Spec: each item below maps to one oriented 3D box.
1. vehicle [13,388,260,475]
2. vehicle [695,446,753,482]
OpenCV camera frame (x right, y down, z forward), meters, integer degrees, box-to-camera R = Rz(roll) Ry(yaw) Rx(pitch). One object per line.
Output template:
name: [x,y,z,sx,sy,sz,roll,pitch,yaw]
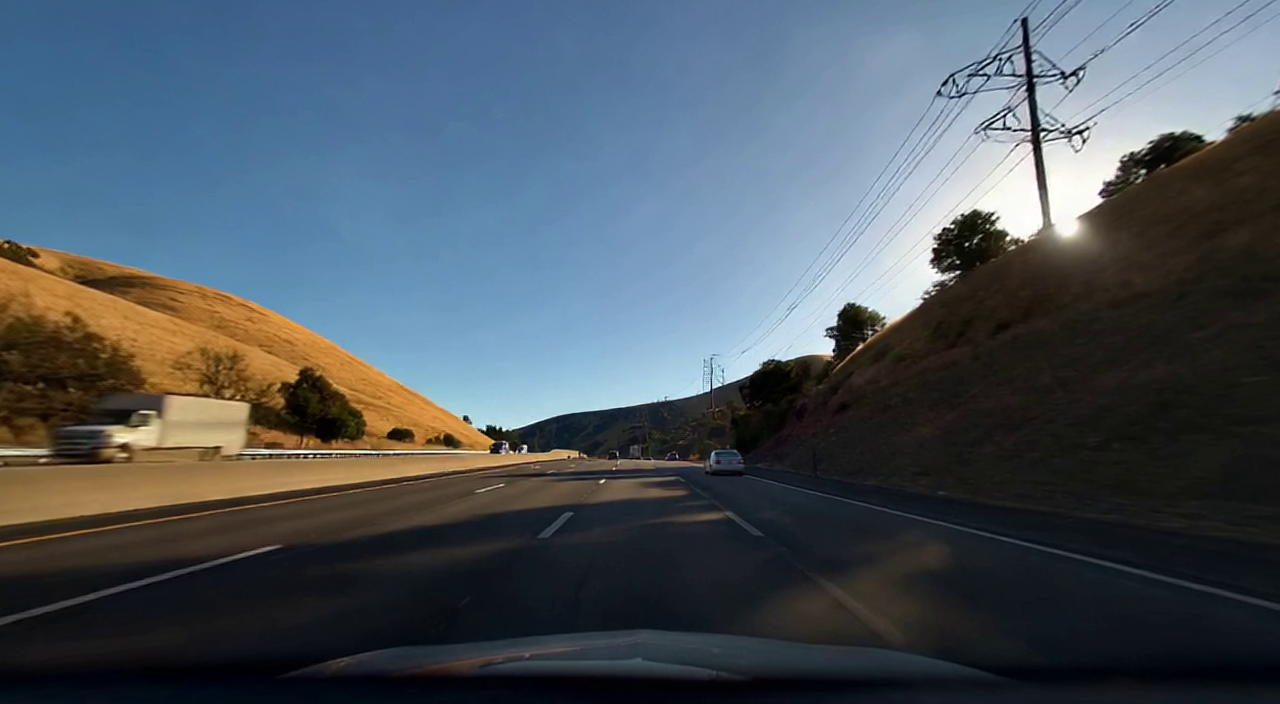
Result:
vehicle: [-17.858,3.017,23.267,2.853,2.679,7.461,0,-9,0]
vehicle: [3.841,5.205,29.630,2.086,1.542,4.355,0,-9,0]
